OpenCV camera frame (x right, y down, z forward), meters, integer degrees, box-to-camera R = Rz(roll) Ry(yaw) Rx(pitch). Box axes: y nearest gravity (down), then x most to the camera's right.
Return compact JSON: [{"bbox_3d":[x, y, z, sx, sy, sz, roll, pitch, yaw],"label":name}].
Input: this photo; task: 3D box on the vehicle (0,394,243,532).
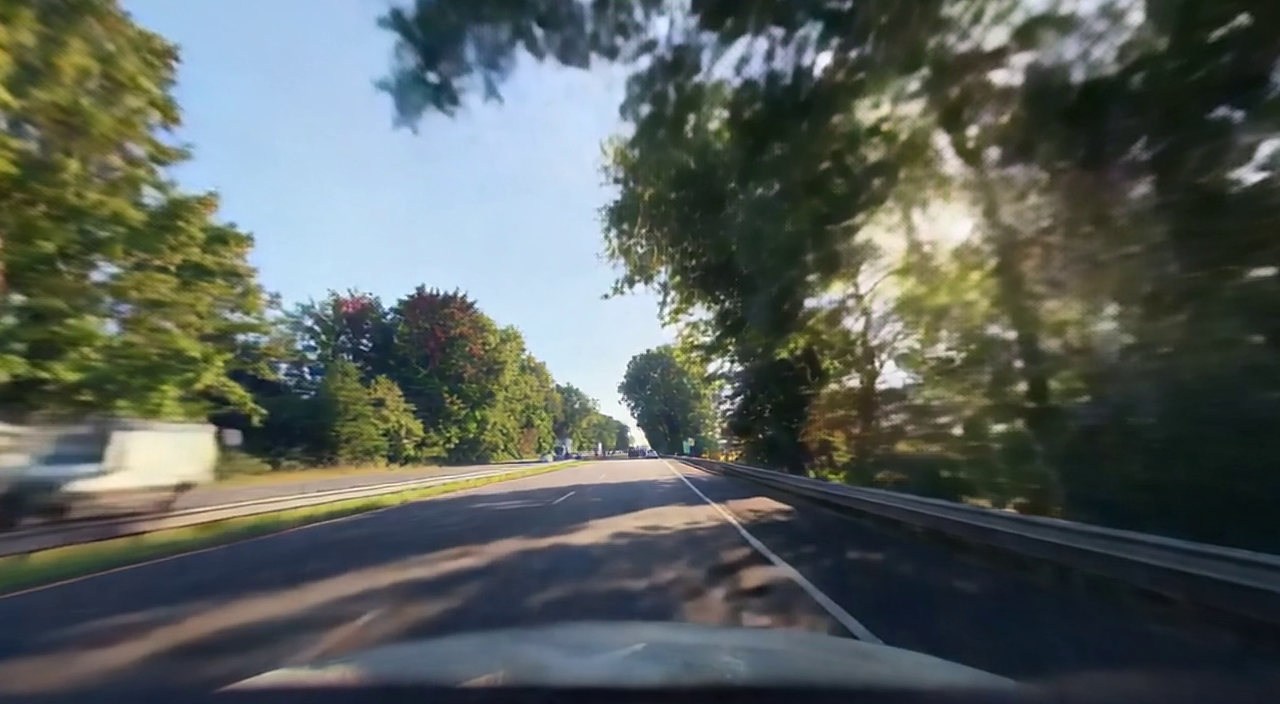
[{"bbox_3d":[-11.888,2.413,14.034,2.436,2.436,5.427,0,-9,1],"label":"vehicle"}]
